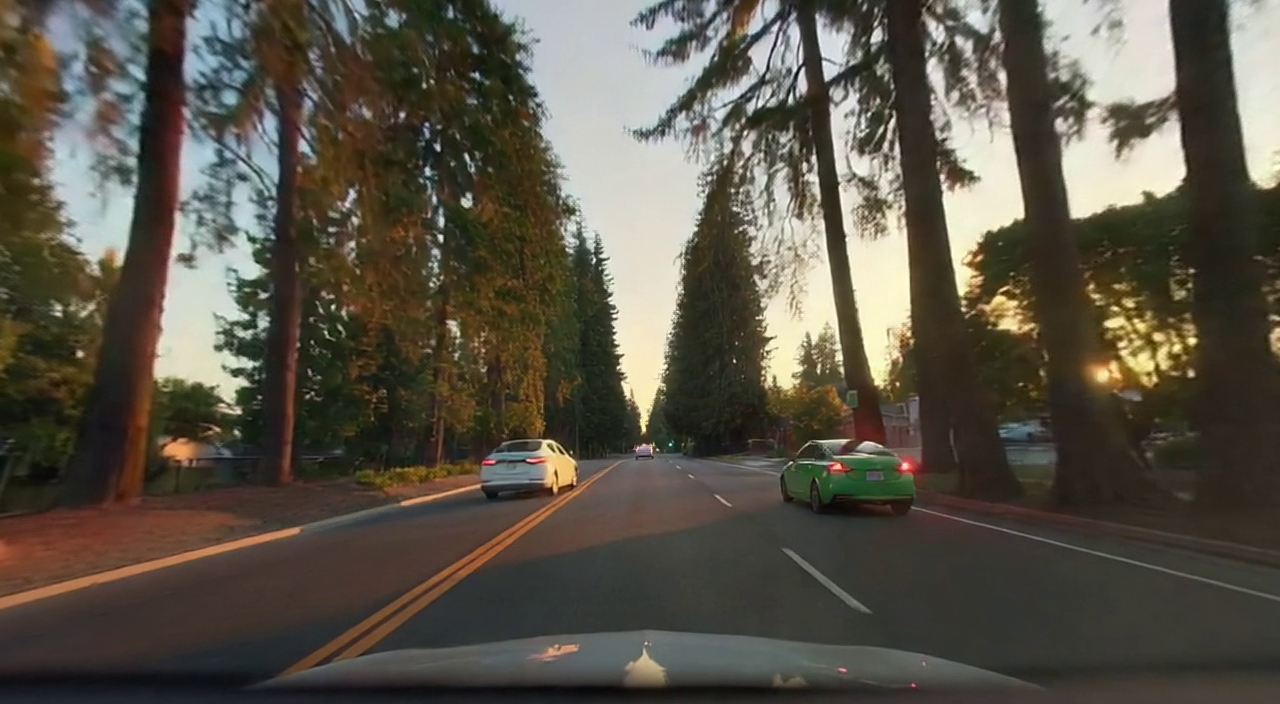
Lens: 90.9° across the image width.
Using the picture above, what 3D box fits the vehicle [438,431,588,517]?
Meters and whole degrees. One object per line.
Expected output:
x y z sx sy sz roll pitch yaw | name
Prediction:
-2.548 2.586 14.008 2.206 1.525 4.695 -1 -8 2 | vehicle

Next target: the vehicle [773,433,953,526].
4.162 2.418 12.694 1.943 1.471 4.515 -1 -8 0 | vehicle
